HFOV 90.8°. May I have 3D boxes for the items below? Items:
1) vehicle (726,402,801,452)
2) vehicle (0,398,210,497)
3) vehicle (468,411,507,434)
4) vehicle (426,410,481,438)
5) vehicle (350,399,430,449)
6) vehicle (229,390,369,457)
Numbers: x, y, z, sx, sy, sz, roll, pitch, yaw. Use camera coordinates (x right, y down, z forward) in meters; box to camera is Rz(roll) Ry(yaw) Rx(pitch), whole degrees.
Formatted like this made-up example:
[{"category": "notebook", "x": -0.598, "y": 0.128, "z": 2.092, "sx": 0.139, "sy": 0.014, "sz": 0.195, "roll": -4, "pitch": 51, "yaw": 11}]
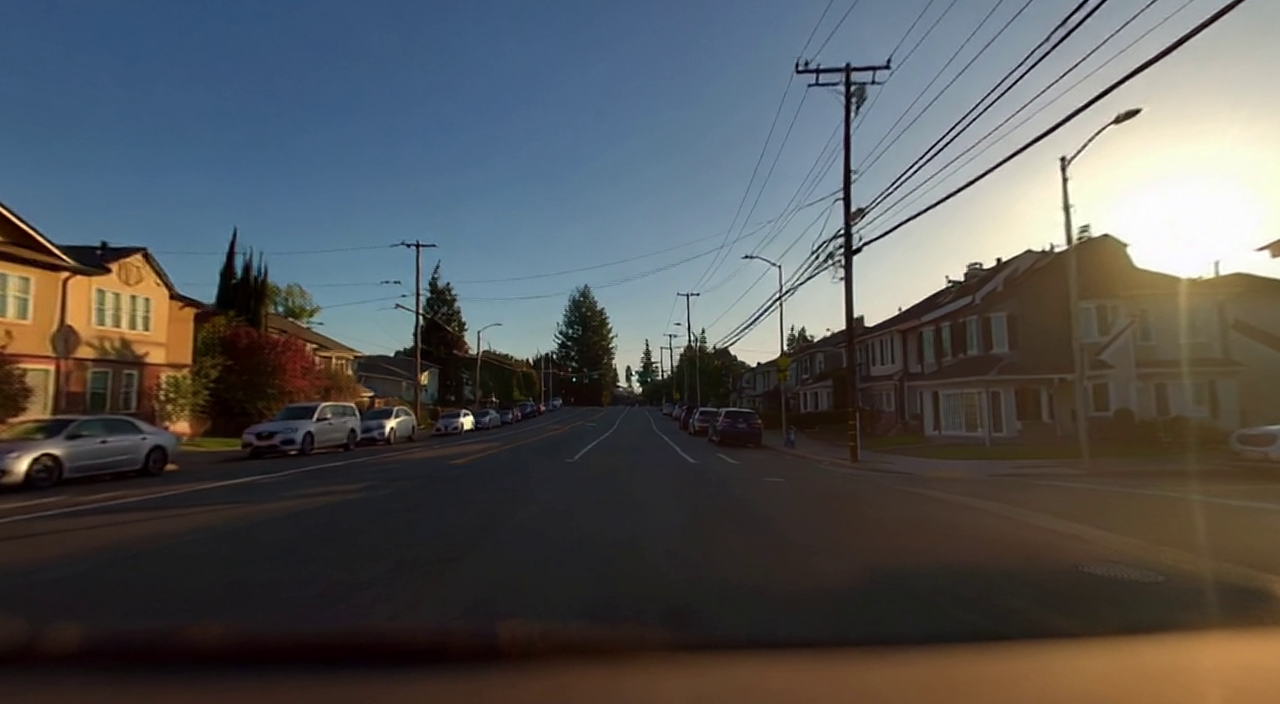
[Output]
[{"category": "vehicle", "x": 4.397, "y": 2.798, "z": 23.098, "sx": 1.867, "sy": 1.680, "sz": 4.176, "roll": 0, "pitch": -8, "yaw": 0}, {"category": "vehicle", "x": -11.049, "y": 1.842, "z": 12.285, "sx": 2.082, "sy": 1.540, "sz": 4.654, "roll": 0, "pitch": -8, "yaw": 0}, {"category": "vehicle", "x": -11.359, "y": 5.302, "z": 47.289, "sx": 1.903, "sy": 1.535, "sz": 4.342, "roll": 0, "pitch": -8, "yaw": -1}, {"category": "vehicle", "x": -11.085, "y": 4.346, "z": 37.897, "sx": 2.051, "sy": 1.520, "sz": 4.374, "roll": 0, "pitch": -8, "yaw": -2}, {"category": "vehicle", "x": -11.334, "y": 3.279, "z": 28.998, "sx": 1.926, "sy": 1.998, "sz": 4.447, "roll": -4, "pitch": -6, "yaw": -1}, {"category": "vehicle", "x": -11.125, "y": 2.457, "z": 21.121, "sx": 2.056, "sy": 1.980, "sz": 4.763, "roll": 0, "pitch": -8, "yaw": -1}]
